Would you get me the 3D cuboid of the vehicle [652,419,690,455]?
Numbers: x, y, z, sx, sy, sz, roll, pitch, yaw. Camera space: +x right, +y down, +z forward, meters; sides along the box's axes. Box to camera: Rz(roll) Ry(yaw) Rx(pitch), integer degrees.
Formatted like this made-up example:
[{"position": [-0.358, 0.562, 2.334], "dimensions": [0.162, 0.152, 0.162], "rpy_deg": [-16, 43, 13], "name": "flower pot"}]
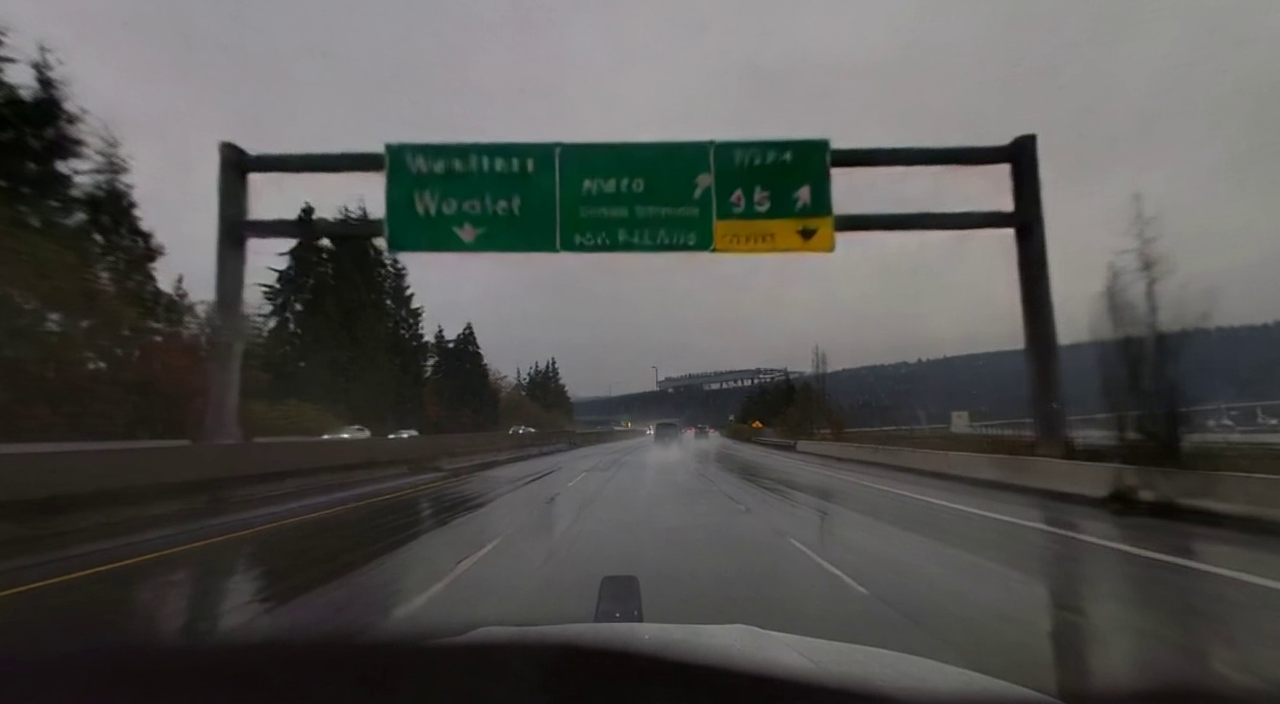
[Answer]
[{"position": [2.077, 5.845, 43.471], "dimensions": [2.450, 2.314, 4.753], "rpy_deg": [0, -8, 2], "name": "vehicle"}]
